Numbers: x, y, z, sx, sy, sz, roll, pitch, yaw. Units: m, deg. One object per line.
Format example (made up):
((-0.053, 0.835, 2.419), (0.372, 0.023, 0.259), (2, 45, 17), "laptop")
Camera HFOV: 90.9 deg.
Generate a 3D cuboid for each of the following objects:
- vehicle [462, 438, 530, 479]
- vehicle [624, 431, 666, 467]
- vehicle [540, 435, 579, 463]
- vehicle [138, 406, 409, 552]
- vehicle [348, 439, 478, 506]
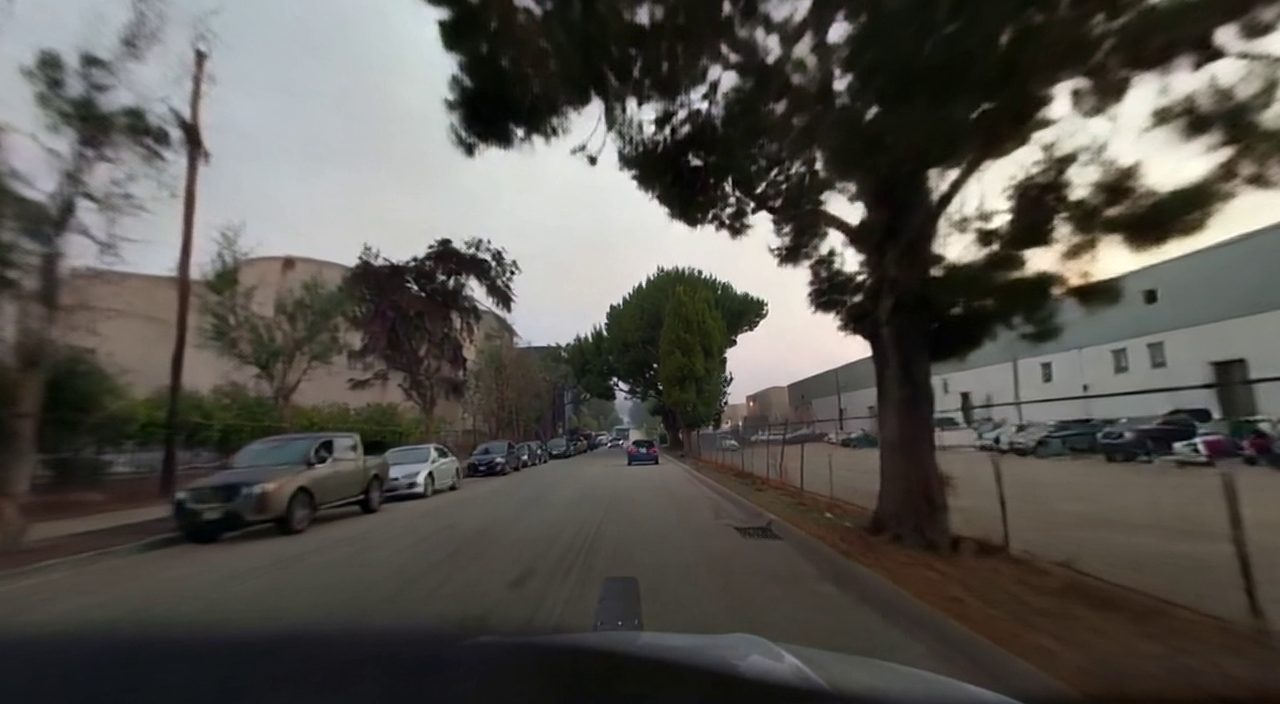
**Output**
((-6.247, 4.651, 27.883), (1.926, 1.647, 4.185), (0, -8, 1), "vehicle")
((0.245, 5.347, 34.886), (2.152, 1.874, 4.042), (0, -8, 0), "vehicle")
((-6.081, 7.471, 48.337), (2.139, 1.943, 5.295), (-1, -10, 1), "vehicle")
((-6.184, 2.220, 11.579), (2.005, 1.989, 4.929), (-3, -9, 0), "vehicle")
((-6.082, 3.224, 17.473), (2.013, 1.609, 4.152), (0, -8, 0), "vehicle")
